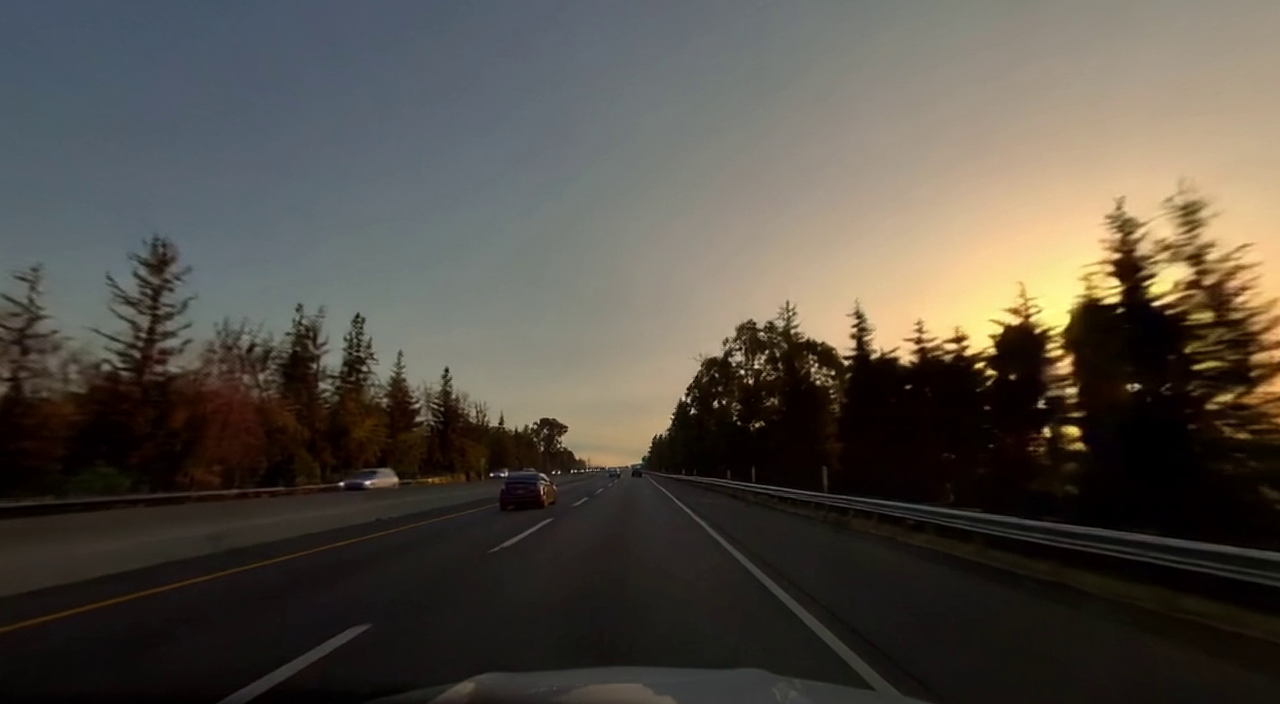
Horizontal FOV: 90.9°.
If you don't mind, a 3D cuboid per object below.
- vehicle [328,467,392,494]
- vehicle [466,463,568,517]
[{"bbox_3d":[-17.223,7.912,39.004,1.964,1.529,4.371,1,-11,0],"label":"vehicle"},{"bbox_3d":[-3.735,4.312,20.128,2.146,1.441,5.020,1,-11,1],"label":"vehicle"}]
